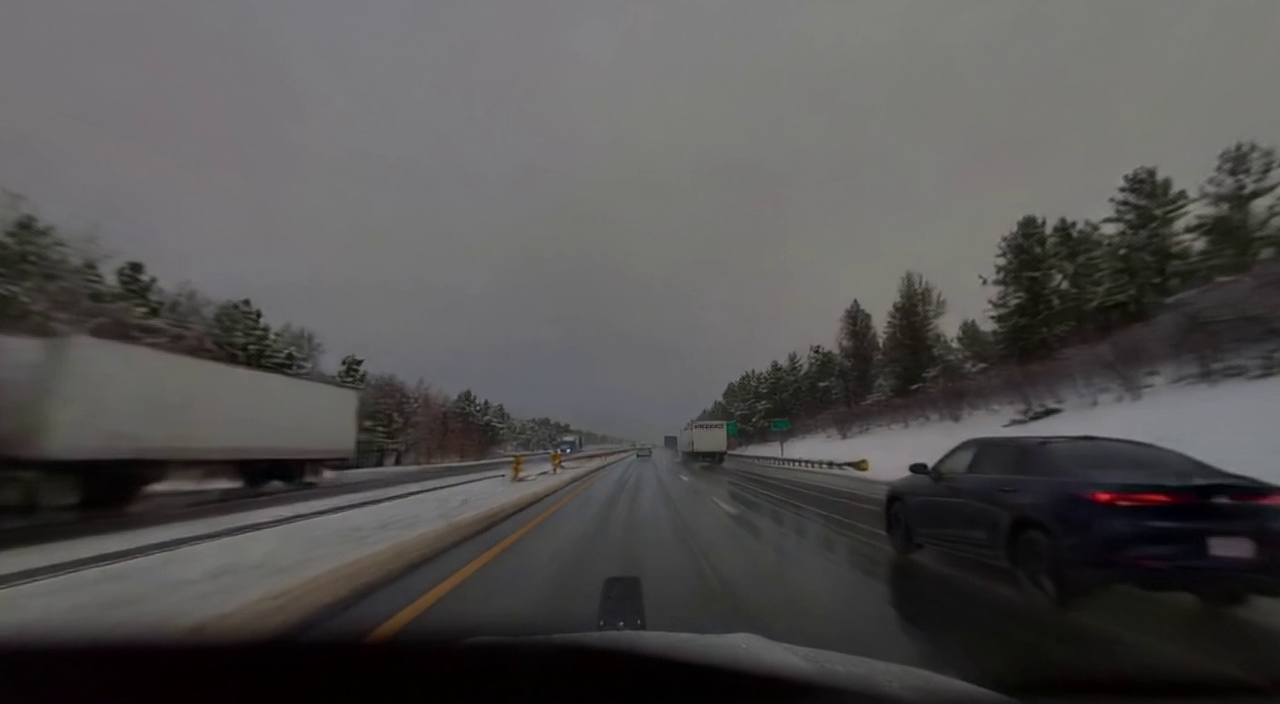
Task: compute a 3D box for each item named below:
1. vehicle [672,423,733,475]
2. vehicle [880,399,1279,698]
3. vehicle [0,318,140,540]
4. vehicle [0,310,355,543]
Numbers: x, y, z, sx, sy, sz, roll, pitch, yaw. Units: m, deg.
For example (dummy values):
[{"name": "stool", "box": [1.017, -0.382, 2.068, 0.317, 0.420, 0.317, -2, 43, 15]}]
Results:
[{"name": "vehicle", "box": [3.196, 5.122, 33.464, 2.423, 2.517, 5.055, 0, -9, -3]}, {"name": "vehicle", "box": [3.836, 1.316, 5.302, 2.043, 1.542, 3.881, 0, -9, -1]}, {"name": "vehicle", "box": [-13.124, 1.409, 11.492, 2.915, 4.016, 5.822, 0, -9, 1]}, {"name": "vehicle", "box": [-13.146, 2.382, 18.057, 3.320, 4.162, 14.099, 0, -9, 0]}]
